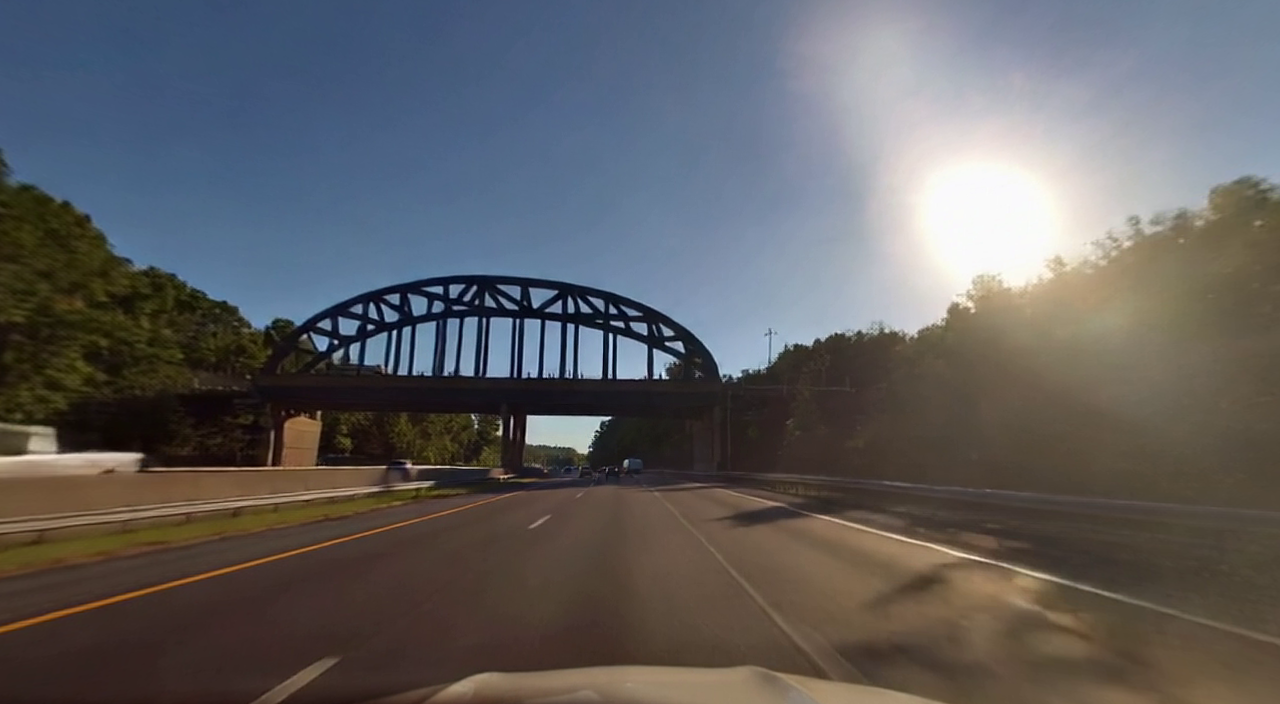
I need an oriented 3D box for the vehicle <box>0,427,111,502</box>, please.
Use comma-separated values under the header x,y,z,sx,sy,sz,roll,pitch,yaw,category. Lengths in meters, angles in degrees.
x,y,z,sx,sy,sz,roll,pitch,yaw,category
-16.386,2.785,15.597,2.078,1.771,5.233,1,-10,-1,vehicle
